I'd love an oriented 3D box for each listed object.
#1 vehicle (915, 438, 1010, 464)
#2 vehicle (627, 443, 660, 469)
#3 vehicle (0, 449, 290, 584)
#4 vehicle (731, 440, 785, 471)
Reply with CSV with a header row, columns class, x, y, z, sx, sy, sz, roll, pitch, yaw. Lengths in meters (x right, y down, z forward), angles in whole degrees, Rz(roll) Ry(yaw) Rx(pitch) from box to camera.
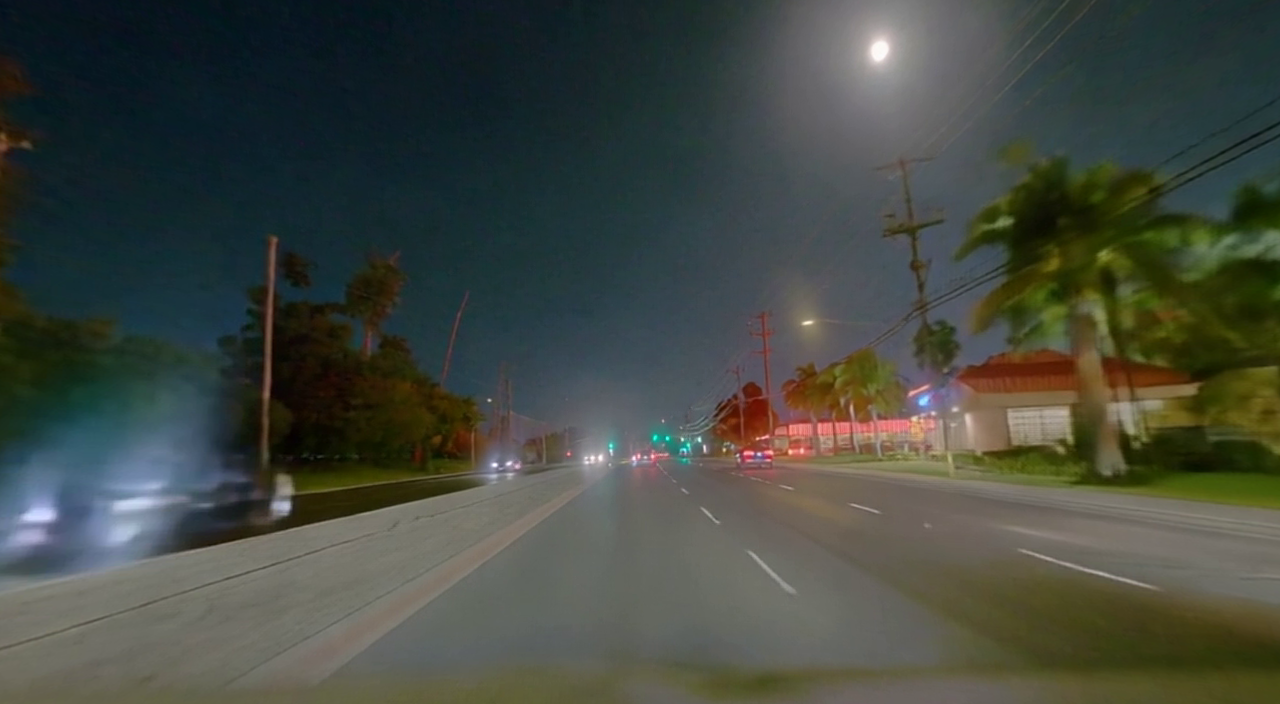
class,x,y,z,sx,sy,sz,roll,pitch,yaw
vehicle,19.908,6.142,39.065,4.768,1.512,1.986,0,-9,1
vehicle,0.262,7.103,43.112,2.138,1.702,4.168,0,-9,1
vehicle,-7.753,2.273,9.684,1.959,1.535,4.707,0,-9,1
vehicle,6.816,6.034,36.877,2.252,1.718,4.617,0,-9,0
